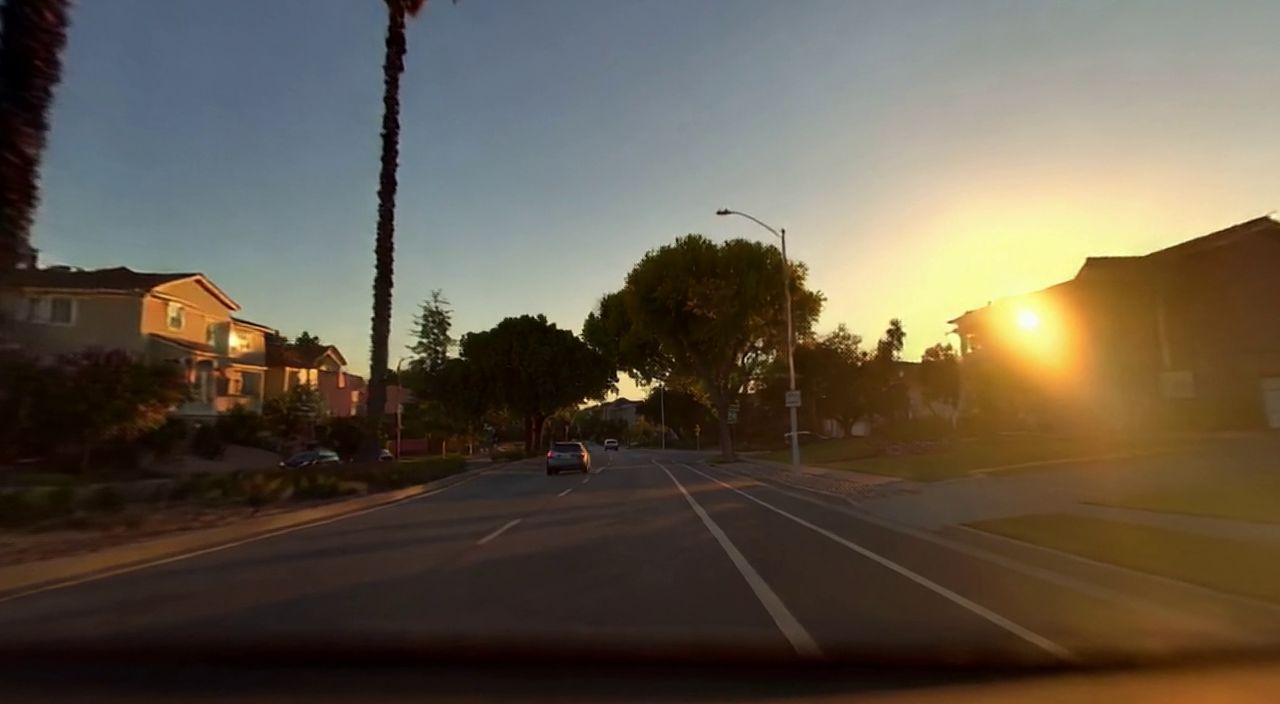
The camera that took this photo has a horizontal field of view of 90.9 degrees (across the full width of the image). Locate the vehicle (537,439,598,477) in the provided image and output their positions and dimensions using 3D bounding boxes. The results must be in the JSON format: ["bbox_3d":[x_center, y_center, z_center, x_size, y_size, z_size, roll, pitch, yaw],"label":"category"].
[{"bbox_3d":[-3.064,4.611,27.615,2.075,1.498,4.730,0,-8,0],"label":"vehicle"}]

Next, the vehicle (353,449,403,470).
[{"bbox_3d":[-19.170,7.890,46.352,1.980,1.423,4.465,0,-8,-3],"label":"vehicle"}]

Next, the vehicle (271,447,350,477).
[{"bbox_3d":[-19.060,6.399,36.734,2.026,1.563,4.618,0,-10,1],"label":"vehicle"}]
